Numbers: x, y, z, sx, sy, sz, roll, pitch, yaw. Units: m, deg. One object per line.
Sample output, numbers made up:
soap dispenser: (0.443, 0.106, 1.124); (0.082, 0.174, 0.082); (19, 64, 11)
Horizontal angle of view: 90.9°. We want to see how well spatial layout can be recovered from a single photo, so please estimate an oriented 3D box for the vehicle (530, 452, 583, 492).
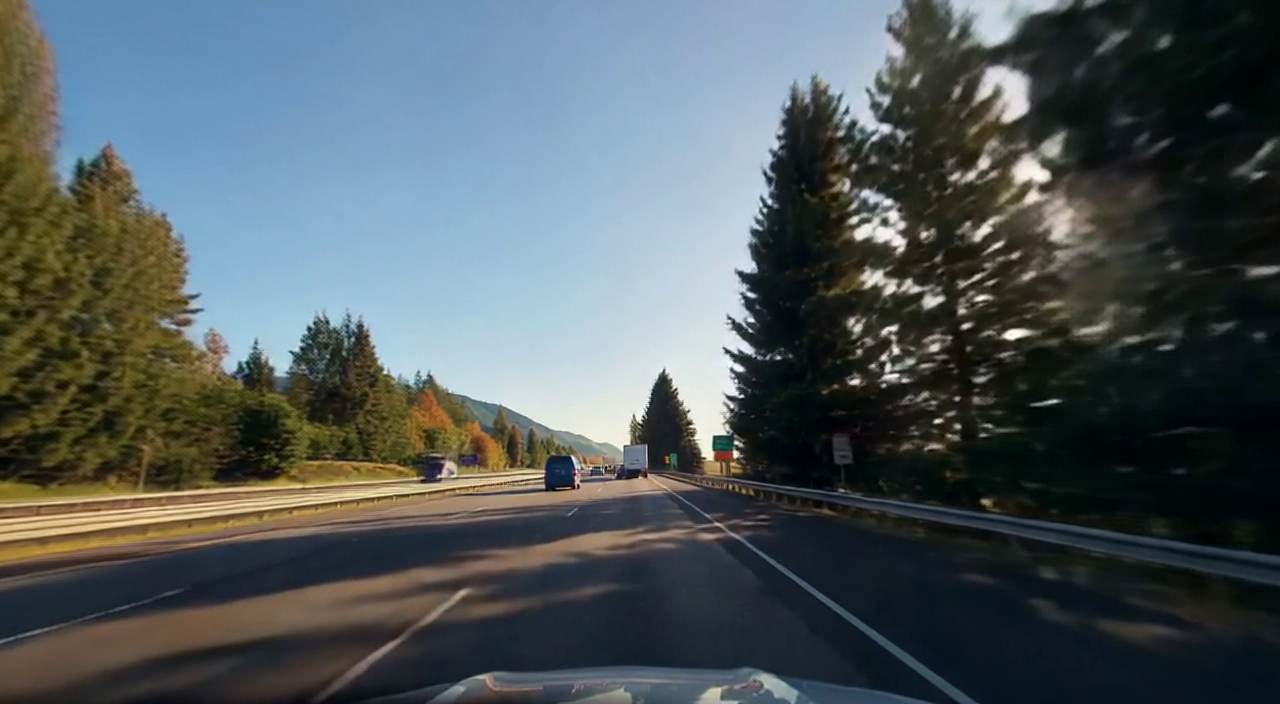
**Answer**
vehicle: (-4.438, 6.501, 34.250); (2.208, 1.973, 4.716); (1, -10, 0)
